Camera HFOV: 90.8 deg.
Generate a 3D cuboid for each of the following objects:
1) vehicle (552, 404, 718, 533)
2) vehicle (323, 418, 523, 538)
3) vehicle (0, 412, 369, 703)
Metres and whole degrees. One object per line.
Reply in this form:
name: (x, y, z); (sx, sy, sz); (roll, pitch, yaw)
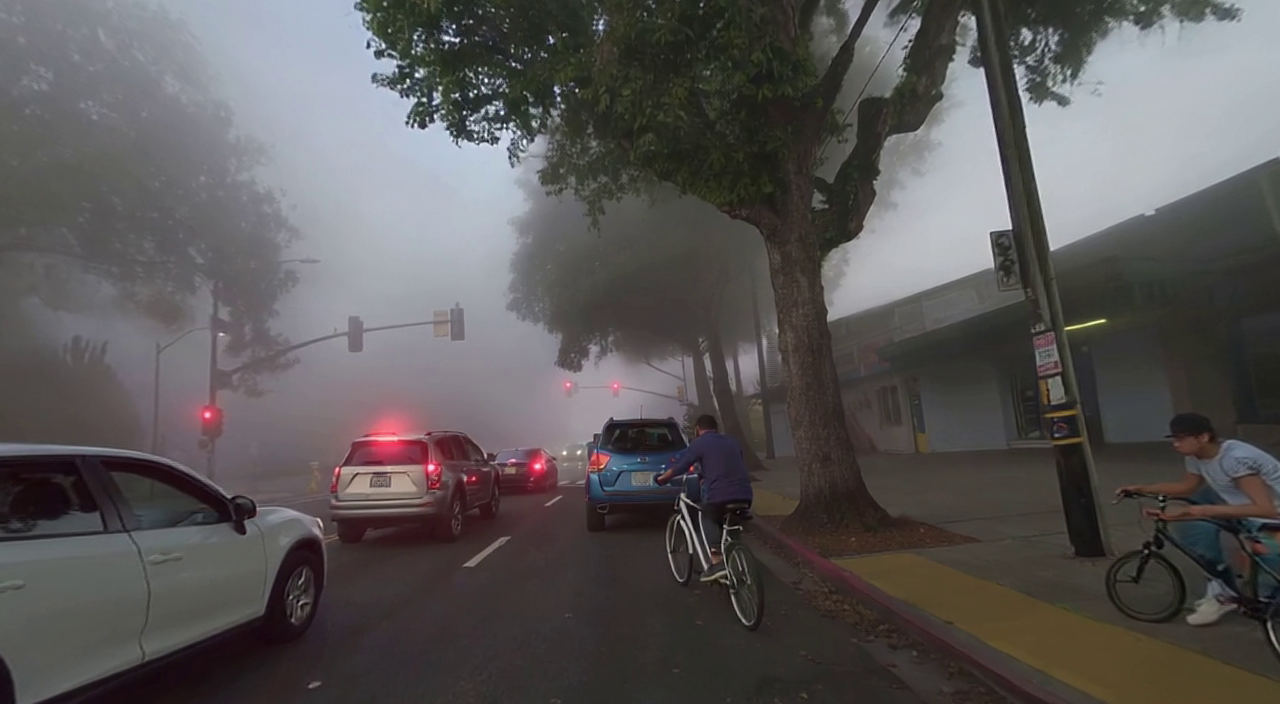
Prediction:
vehicle: (-0.117, 2.086, 11.855); (2.426, 1.882, 5.027); (0, -9, -1)
vehicle: (-3.611, 2.199, 11.596); (2.046, 1.750, 4.452); (0, -9, 0)
vehicle: (-3.563, 1.171, 3.686); (2.064, 1.486, 4.140); (0, -9, 1)
